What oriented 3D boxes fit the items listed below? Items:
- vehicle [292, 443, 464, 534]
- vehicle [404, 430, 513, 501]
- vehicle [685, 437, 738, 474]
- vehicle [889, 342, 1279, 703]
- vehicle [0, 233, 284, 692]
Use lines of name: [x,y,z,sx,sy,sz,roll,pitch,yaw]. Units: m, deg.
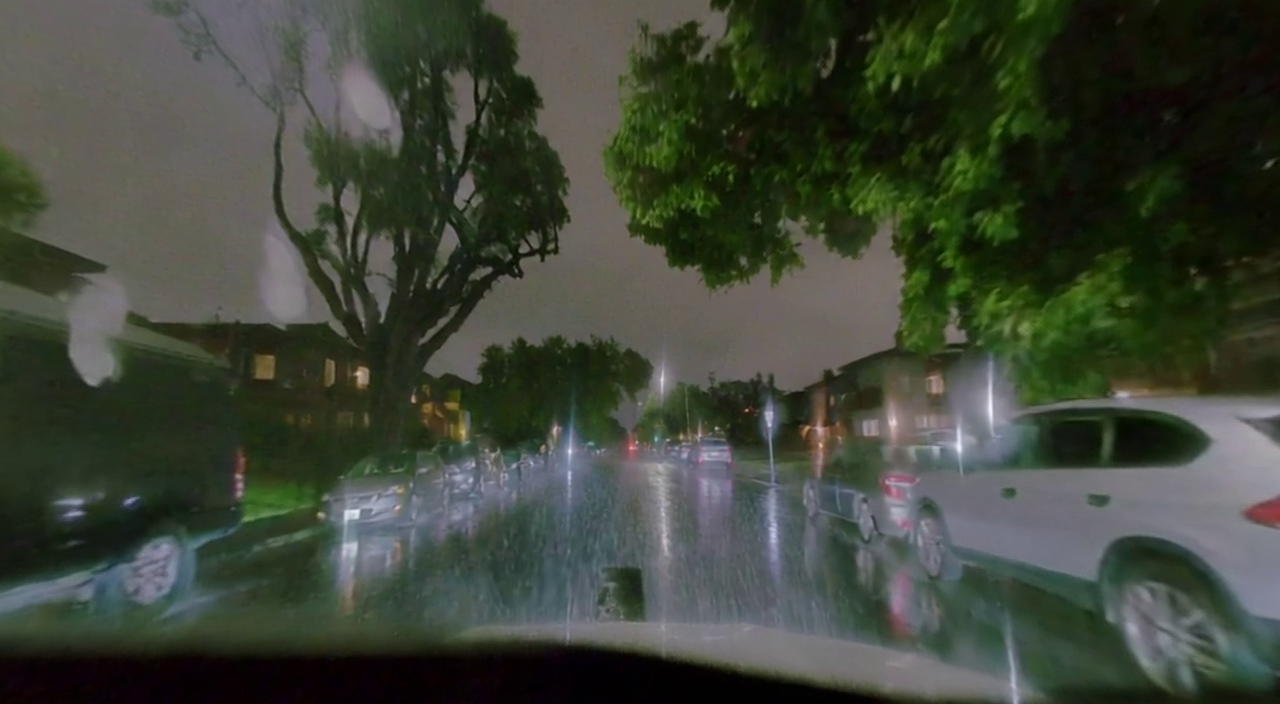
vehicle: [-4.981,2.600,12.793,1.901,1.486,4.422,1,-9,-5]
vehicle: [-5.287,3.353,19.165,2.042,1.850,4.758,0,-8,-2]
vehicle: [3.505,5.179,31.915,1.994,1.710,4.699,0,-9,-1]
vehicle: [3.774,1.100,4.308,2.121,1.778,4.916,0,-9,0]
vehicle: [-4.936,0.609,3.428,2.330,2.676,6.346,0,-8,-1]
